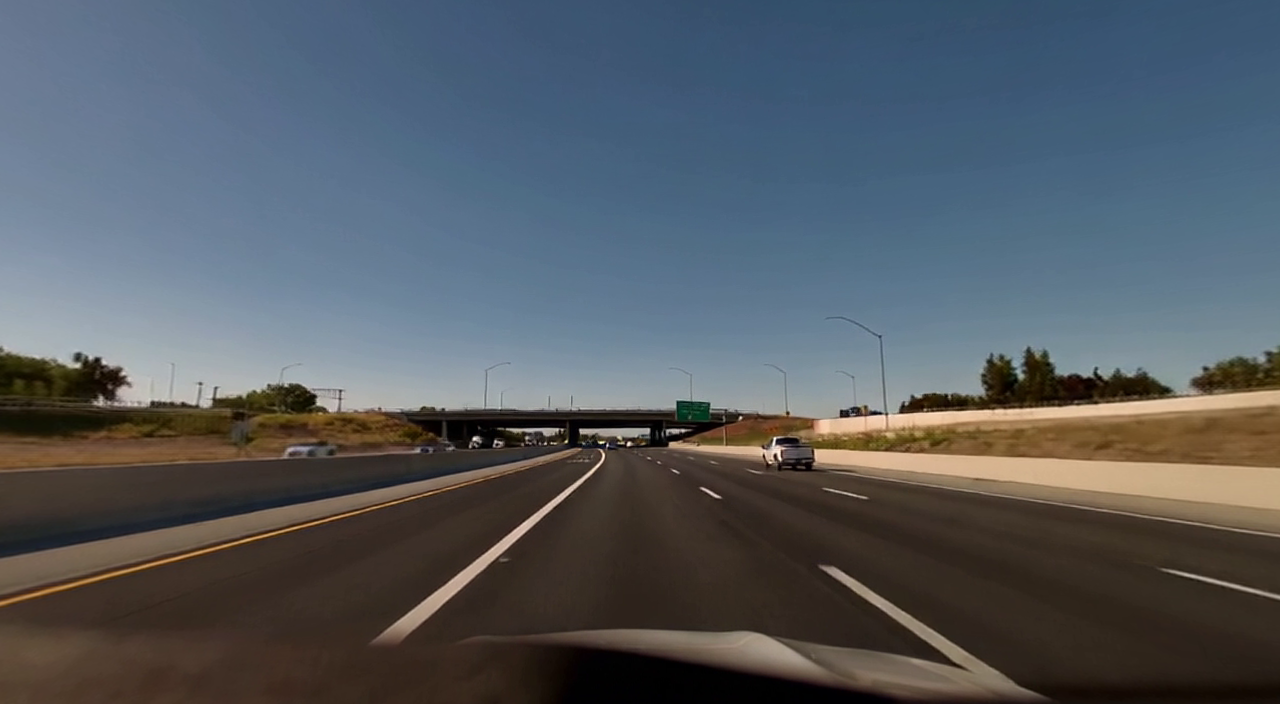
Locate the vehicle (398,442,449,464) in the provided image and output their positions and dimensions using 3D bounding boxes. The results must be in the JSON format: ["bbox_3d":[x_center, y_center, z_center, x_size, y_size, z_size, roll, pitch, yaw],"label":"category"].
[{"bbox_3d":[-15.070,7.021,44.196,2.077,1.452,4.572,0,-8,-2],"label":"vehicle"}]

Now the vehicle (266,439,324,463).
[{"bbox_3d":[-26.587,7.622,48.819,1.983,1.735,4.547,0,-8,-2],"label":"vehicle"}]

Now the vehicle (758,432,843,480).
[{"bbox_3d":[6.357,4.172,25.588,2.104,1.723,4.538,0,-8,-2],"label":"vehicle"}]
